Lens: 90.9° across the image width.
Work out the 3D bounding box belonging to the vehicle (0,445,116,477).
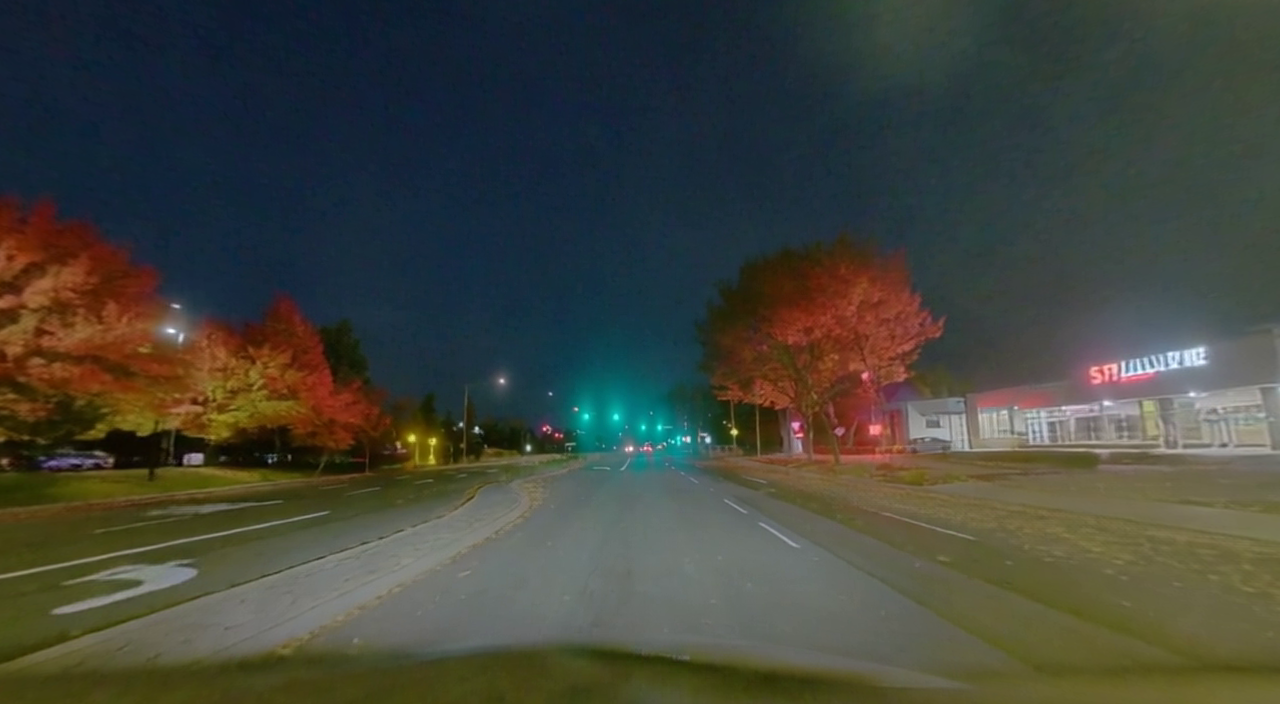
[{"bbox_3d":[-30.603,5.686,32.763,4.706,1.457,1.999,3,-11,-5],"label":"vehicle"}]
